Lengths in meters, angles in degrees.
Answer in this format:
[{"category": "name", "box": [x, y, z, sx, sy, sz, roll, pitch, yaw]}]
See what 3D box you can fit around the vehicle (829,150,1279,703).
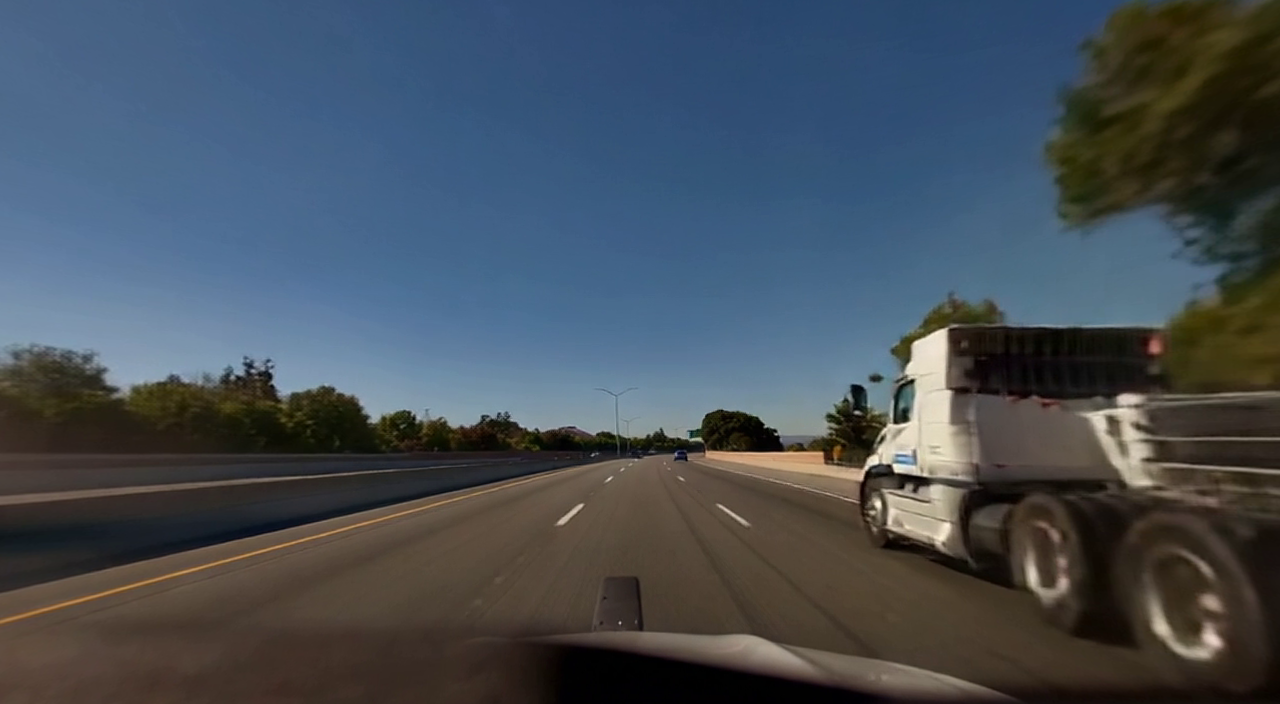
[{"category": "vehicle", "box": [4.148, 0.807, 5.487, 2.436, 2.701, 7.451, 0, -9, -2]}]
